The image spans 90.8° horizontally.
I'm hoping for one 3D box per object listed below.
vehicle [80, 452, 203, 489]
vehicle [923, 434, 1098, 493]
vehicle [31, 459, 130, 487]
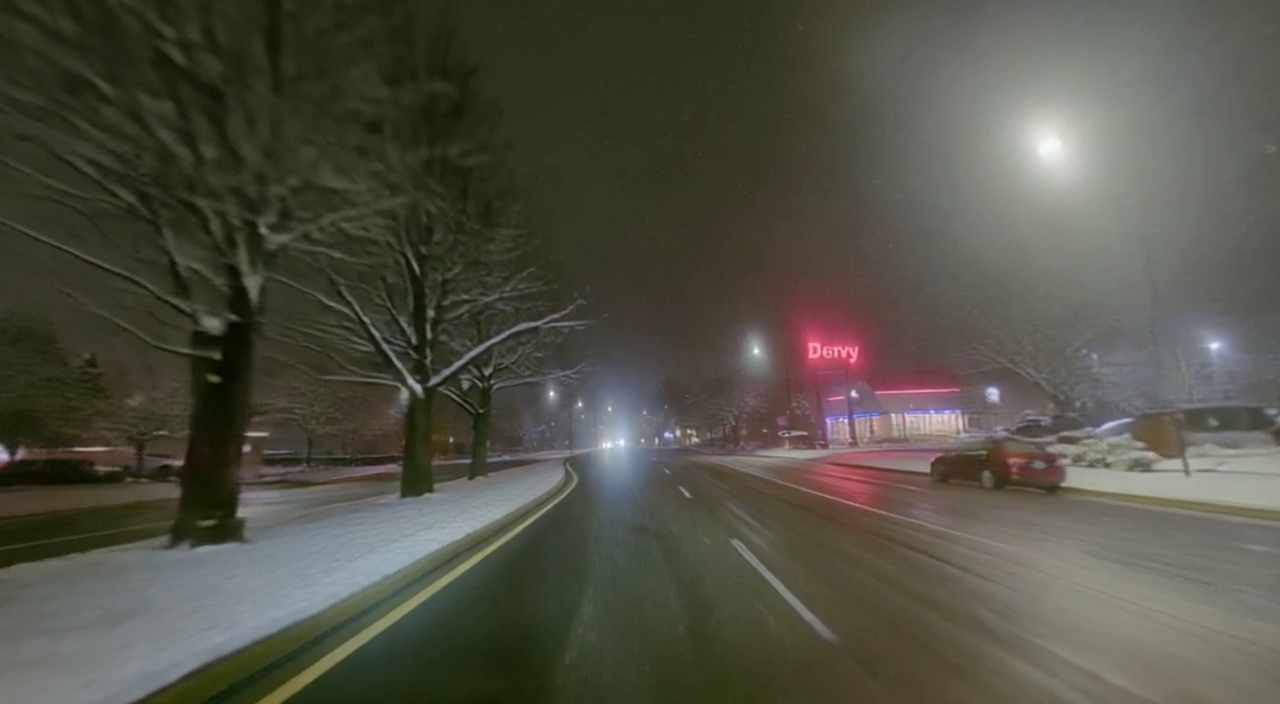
[{"bbox_3d":[-30.540,7.225,39.128,2.326,1.944,6.466,1,-8,0],"label":"vehicle"},{"bbox_3d":[10.212,3.096,17.968,2.034,1.437,4.728,0,-8,-1],"label":"vehicle"},{"bbox_3d":[-33.457,7.228,37.945,2.048,1.422,4.179,0,-8,1],"label":"vehicle"}]
